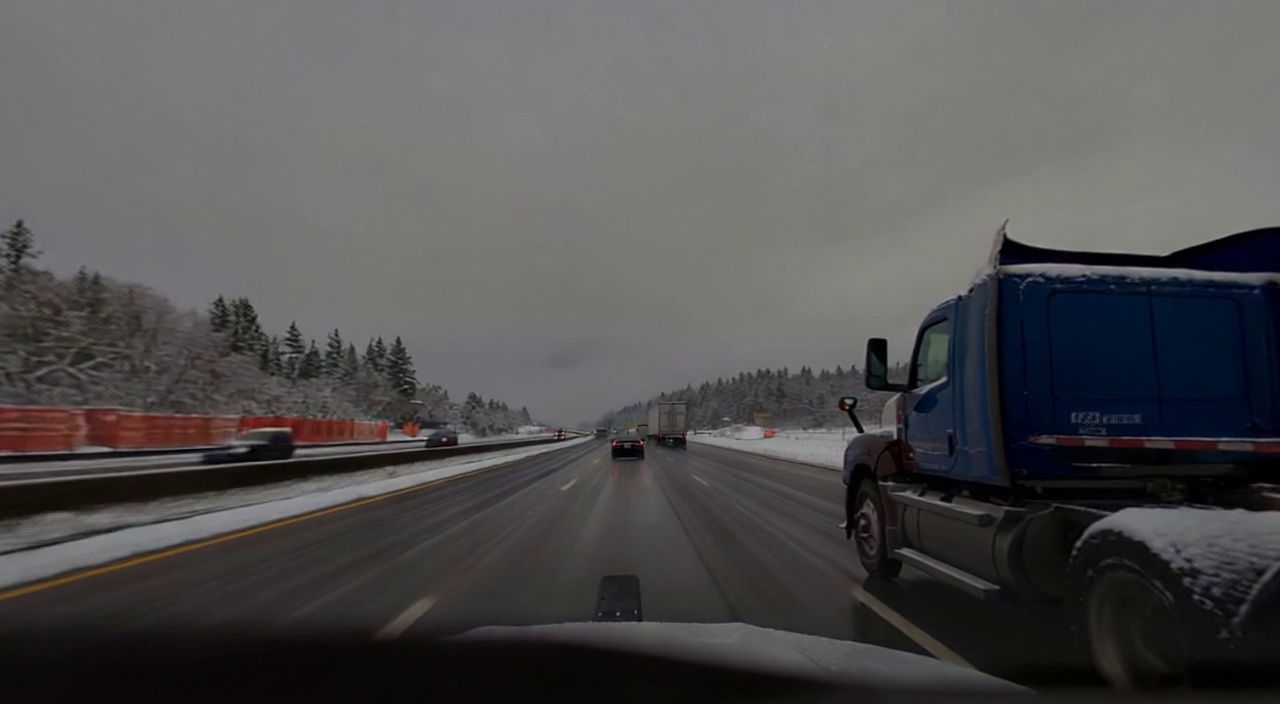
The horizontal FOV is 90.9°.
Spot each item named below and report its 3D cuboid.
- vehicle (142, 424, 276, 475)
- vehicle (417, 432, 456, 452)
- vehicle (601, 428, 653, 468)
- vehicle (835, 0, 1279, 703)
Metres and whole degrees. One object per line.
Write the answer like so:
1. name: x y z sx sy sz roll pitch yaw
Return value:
1. vehicle: -15.219 3.439 22.554 1.848 1.624 4.199 0 -8 -1
2. vehicle: -15.759 6.987 49.008 1.777 1.458 3.797 0 -8 0
3. vehicle: -0.502 3.826 25.257 1.929 1.469 3.677 0 -8 -1
4. vehicle: 3.649 -0.205 1.094 2.919 3.634 10.888 0 -8 -1
